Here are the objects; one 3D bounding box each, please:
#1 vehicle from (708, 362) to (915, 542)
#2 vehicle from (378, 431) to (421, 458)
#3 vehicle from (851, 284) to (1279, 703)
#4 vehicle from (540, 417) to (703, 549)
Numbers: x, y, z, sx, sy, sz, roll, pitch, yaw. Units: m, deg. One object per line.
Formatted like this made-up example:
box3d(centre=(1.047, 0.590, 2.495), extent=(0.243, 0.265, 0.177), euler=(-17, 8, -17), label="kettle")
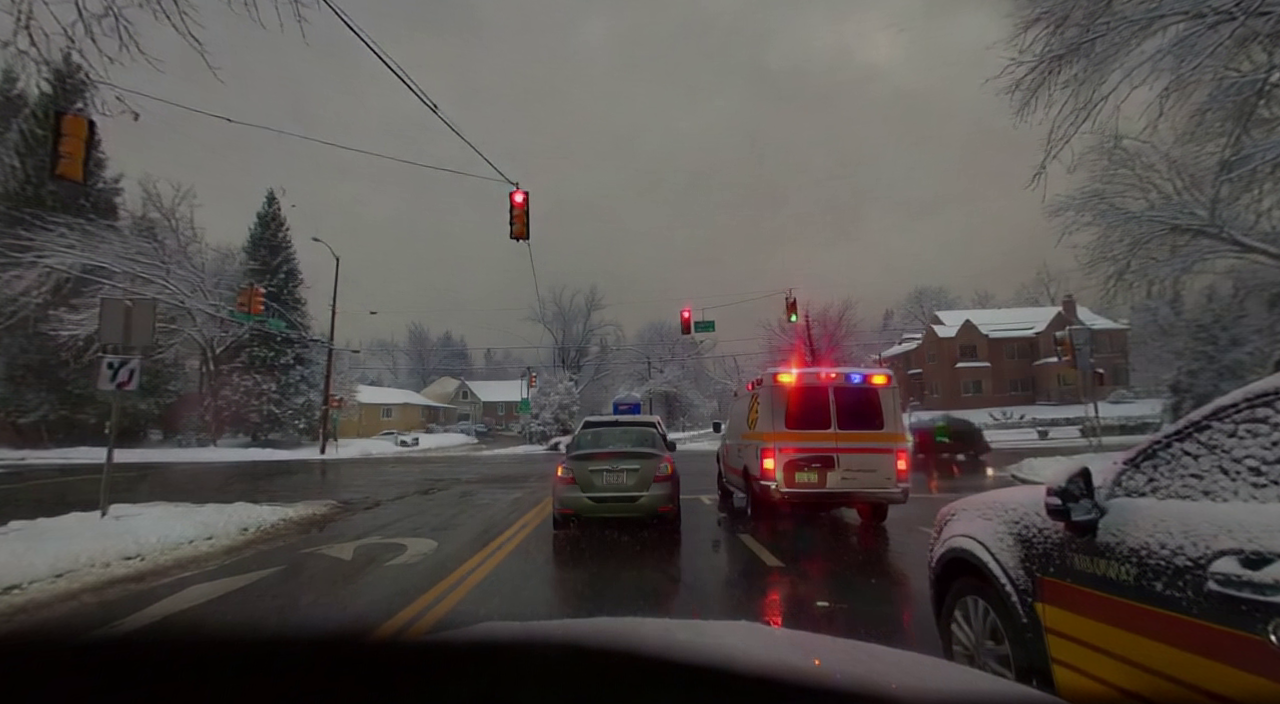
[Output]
box3d(centre=(2.880, 1.892, 12.353), extent=(2.406, 2.687, 5.521), euler=(0, -8, 0), label="vehicle")
box3d(centre=(-17.759, 6.880, 46.862), extent=(2.246, 1.880, 4.454), euler=(1, -8, -12), label="vehicle")
box3d(centre=(2.851, 0.894, 2.835), extent=(2.194, 1.820, 4.652), euler=(0, -8, 0), label="vehicle")
box3d(centre=(-0.279, 1.984, 10.180), extent=(2.114, 1.707, 3.725), euler=(0, -8, -1), label="vehicle")
